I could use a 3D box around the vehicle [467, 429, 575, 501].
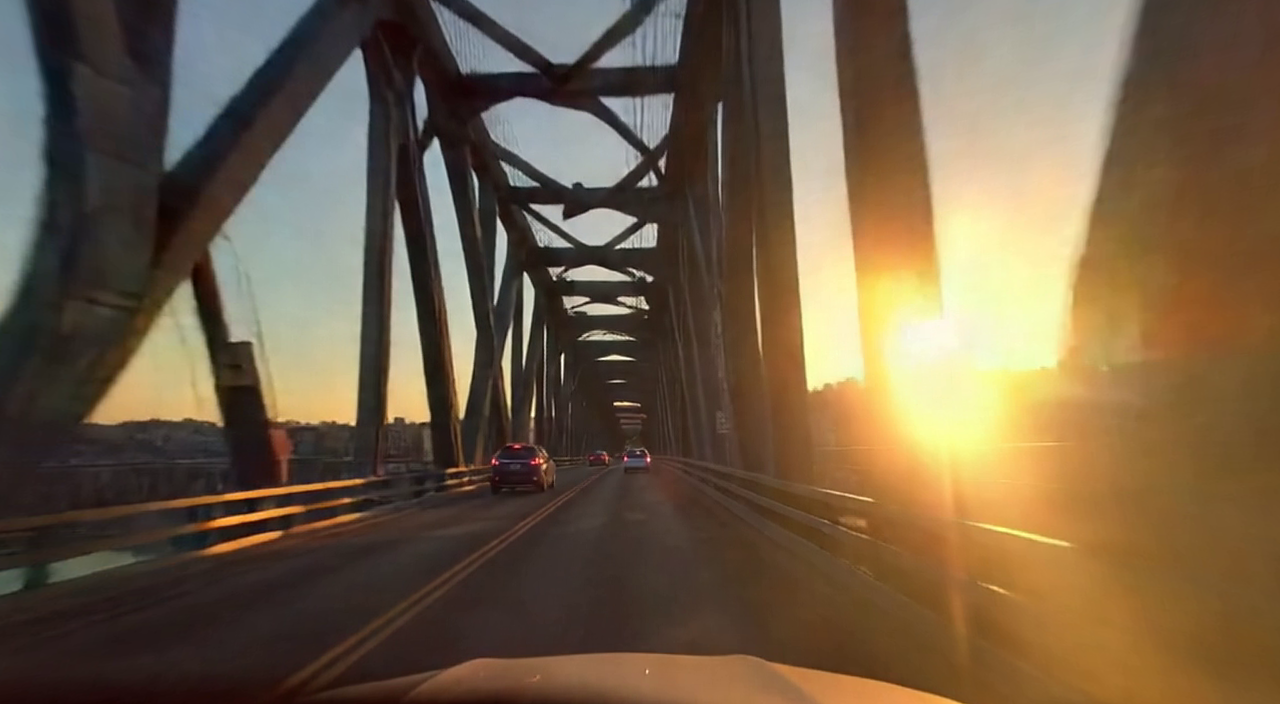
[{"bbox_3d":[-3.313,3.262,18.648,2.190,1.807,4.741,-1,-9,1],"label":"vehicle"}]

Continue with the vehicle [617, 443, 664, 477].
[{"bbox_3d":[0.014,4.987,29.385,2.048,1.450,3.973,0,-9,-1],"label":"vehicle"}]
